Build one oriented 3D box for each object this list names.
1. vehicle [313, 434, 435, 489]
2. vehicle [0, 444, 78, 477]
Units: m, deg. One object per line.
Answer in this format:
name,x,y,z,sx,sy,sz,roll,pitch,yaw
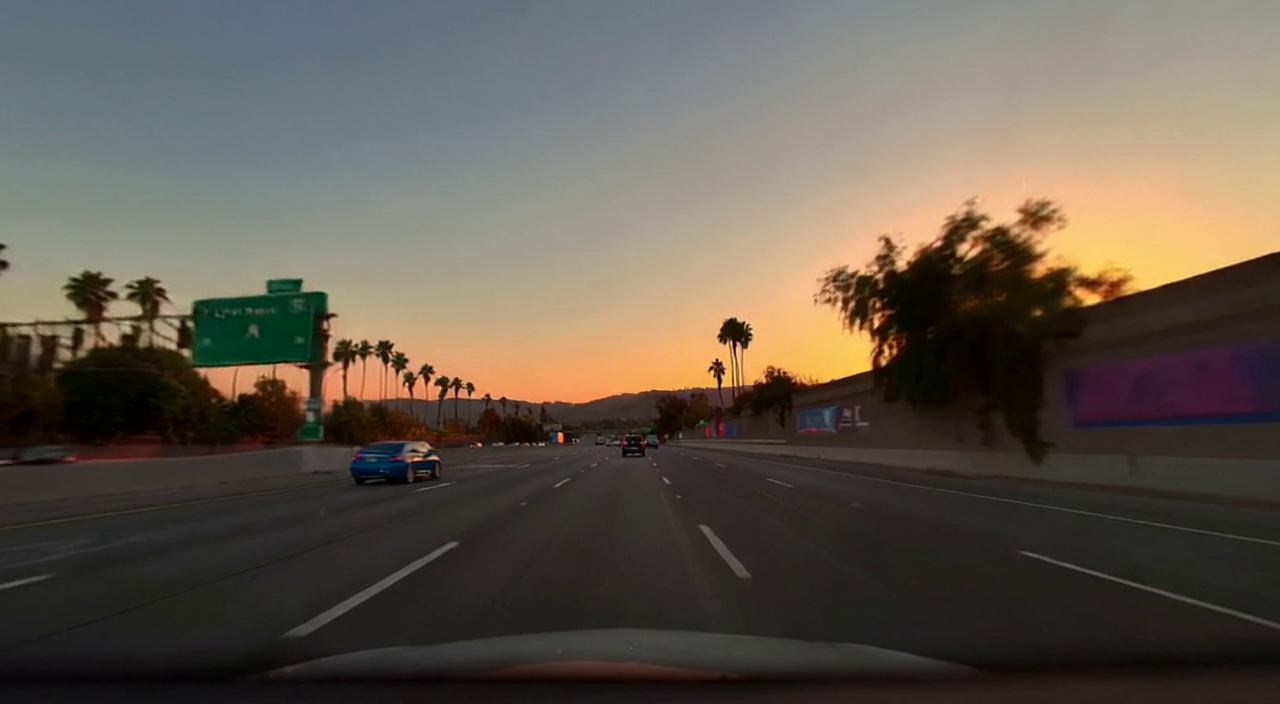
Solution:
vehicle,-8.361,3.478,20.390,1.971,1.552,4.465,0,-9,0
vehicle,-36.249,6.210,36.374,2.363,1.746,5.748,0,-9,1
